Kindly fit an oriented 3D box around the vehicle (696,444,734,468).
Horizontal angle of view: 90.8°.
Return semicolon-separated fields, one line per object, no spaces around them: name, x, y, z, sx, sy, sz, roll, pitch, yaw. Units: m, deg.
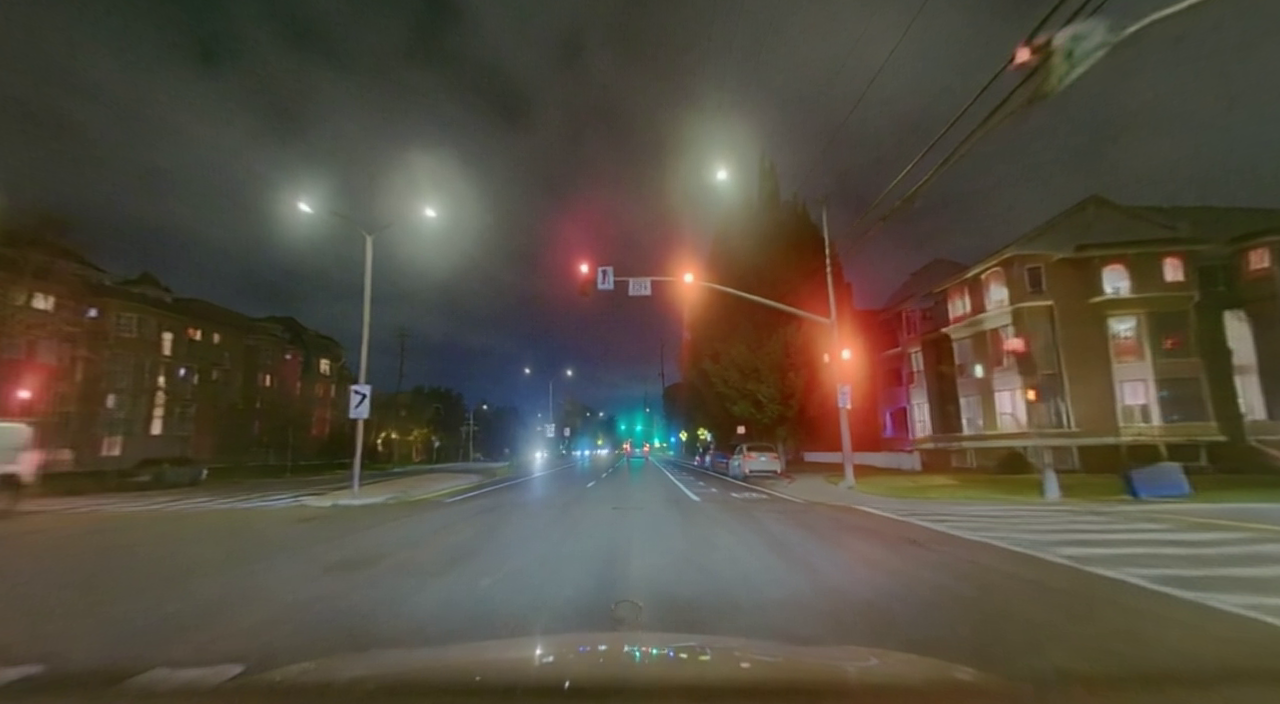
vehicle;5.450;7.647;46.651;2.131;1.604;5.543;0;-8;0

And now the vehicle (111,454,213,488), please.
vehicle;-25.861;6.417;34.423;1.912;1.681;4.625;0;-9;-1

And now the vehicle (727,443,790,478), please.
vehicle;5.656;5.226;30.764;2.066;1.552;4.799;0;-8;-1
